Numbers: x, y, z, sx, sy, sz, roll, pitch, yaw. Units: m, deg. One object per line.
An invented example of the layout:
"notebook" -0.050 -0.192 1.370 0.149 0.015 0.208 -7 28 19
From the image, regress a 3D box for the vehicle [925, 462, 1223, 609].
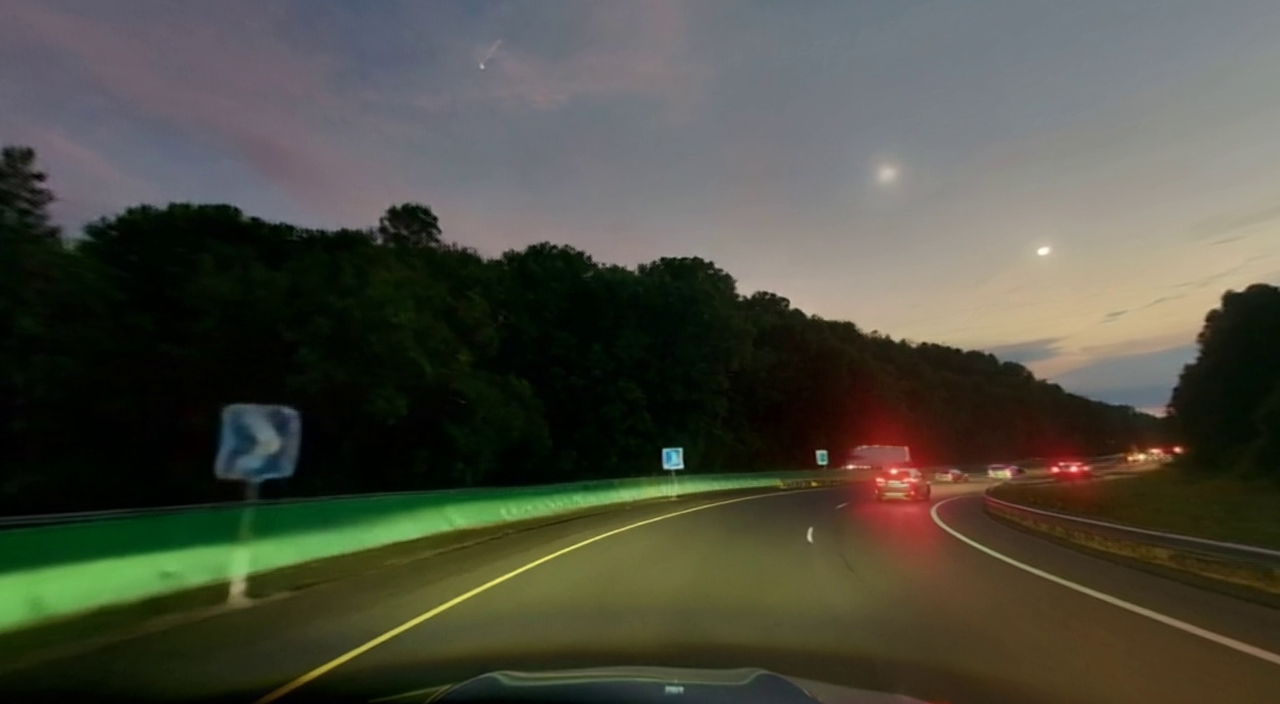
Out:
"vehicle" 5.903 2.483 9.354 2.023 1.593 4.105 -1 -11 10

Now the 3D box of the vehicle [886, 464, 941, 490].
"vehicle" 16.939 7.710 38.902 1.992 1.503 3.793 -8 -14 40
